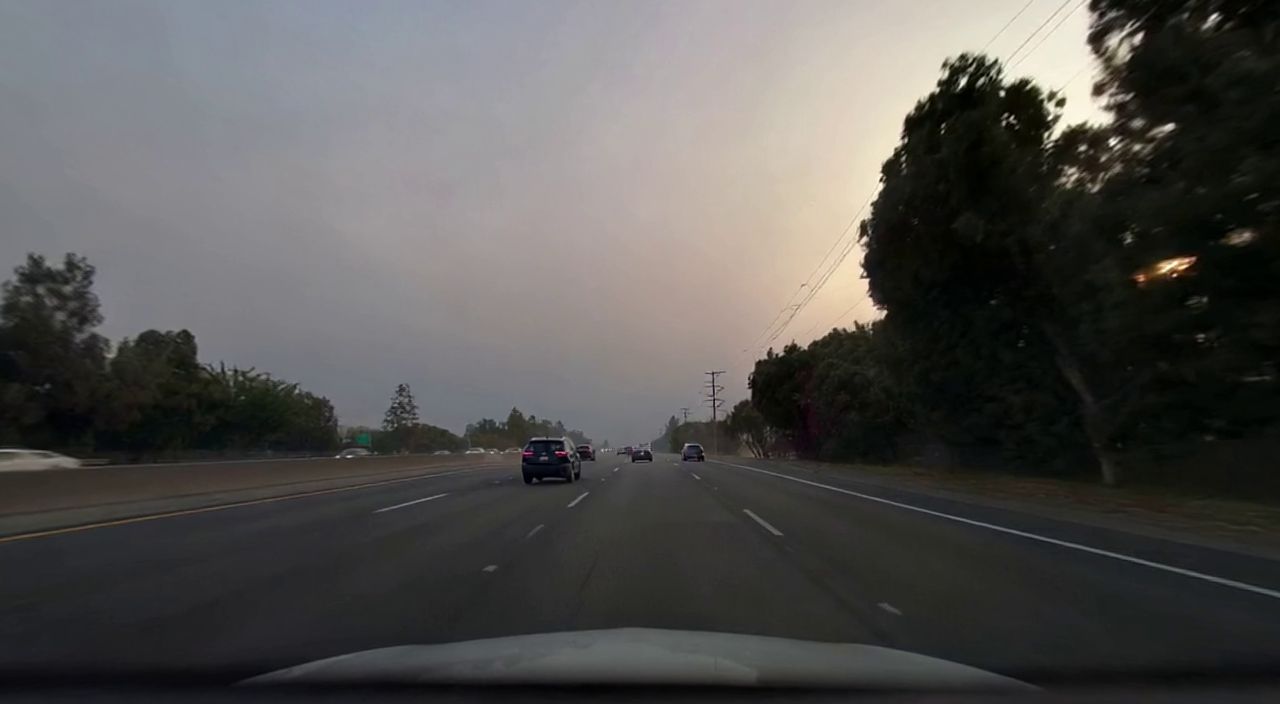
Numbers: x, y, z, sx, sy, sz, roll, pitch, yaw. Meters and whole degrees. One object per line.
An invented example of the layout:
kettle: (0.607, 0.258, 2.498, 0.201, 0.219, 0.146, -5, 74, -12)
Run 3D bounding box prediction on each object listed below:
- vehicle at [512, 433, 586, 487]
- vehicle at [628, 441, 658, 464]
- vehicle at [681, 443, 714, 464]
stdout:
vehicle: (-3.119, 3.775, 22.377, 1.961, 1.704, 4.052, 0, -8, 1)
vehicle: (0.253, 7.504, 47.398, 2.156, 1.647, 3.987, 0, -8, 1)
vehicle: (4.214, 7.538, 46.878, 1.964, 1.479, 4.252, 0, -8, 0)
